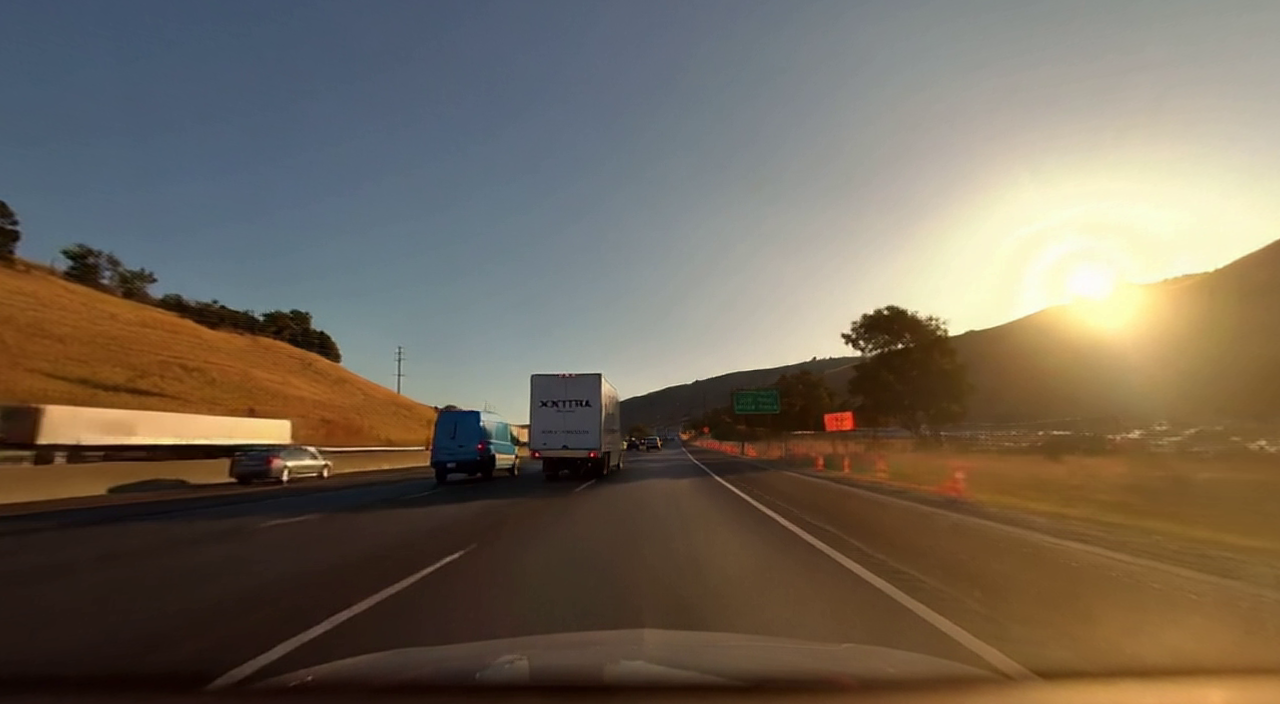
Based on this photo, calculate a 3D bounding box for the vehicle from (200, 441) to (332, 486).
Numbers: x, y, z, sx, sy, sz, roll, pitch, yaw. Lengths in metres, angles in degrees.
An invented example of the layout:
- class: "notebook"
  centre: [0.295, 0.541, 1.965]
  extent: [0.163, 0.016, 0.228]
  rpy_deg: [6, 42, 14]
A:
- class: "vehicle"
  centre: [-13.868, 4.141, 23.733]
  extent: [1.901, 1.487, 4.622]
  rpy_deg: [0, -8, 4]

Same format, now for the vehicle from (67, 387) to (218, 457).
- class: "vehicle"
  centre: [-27.891, 4.069, 35.798]
  extent: [2.985, 3.637, 6.298]
  rpy_deg: [0, -8, 4]

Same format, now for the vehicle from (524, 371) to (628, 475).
- class: "vehicle"
  centre: [-2.557, 3.461, 29.260]
  extent: [3.183, 4.011, 9.617]
  rpy_deg: [0, -9, 4]

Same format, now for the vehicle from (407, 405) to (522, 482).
- class: "vehicle"
  centre: [-6.626, 3.592, 24.778]
  extent: [2.469, 2.615, 5.874]
  rpy_deg: [0, -8, 3]
